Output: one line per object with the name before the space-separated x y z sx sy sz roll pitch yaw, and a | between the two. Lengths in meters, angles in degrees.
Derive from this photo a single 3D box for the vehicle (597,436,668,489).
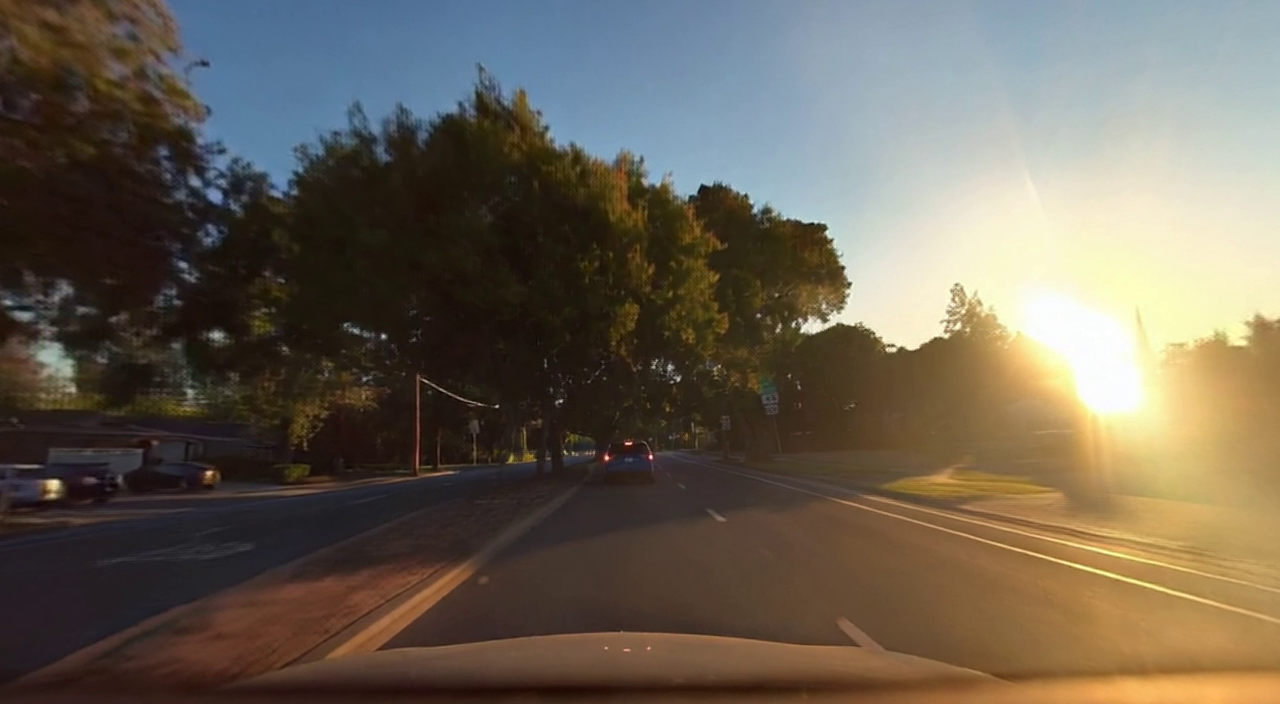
vehicle | -0.240 3.755 21.801 2.181 1.639 4.127 0 -9 0

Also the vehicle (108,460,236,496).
vehicle | -21.620 5.817 29.323 4.366 1.526 1.921 0 -9 0
